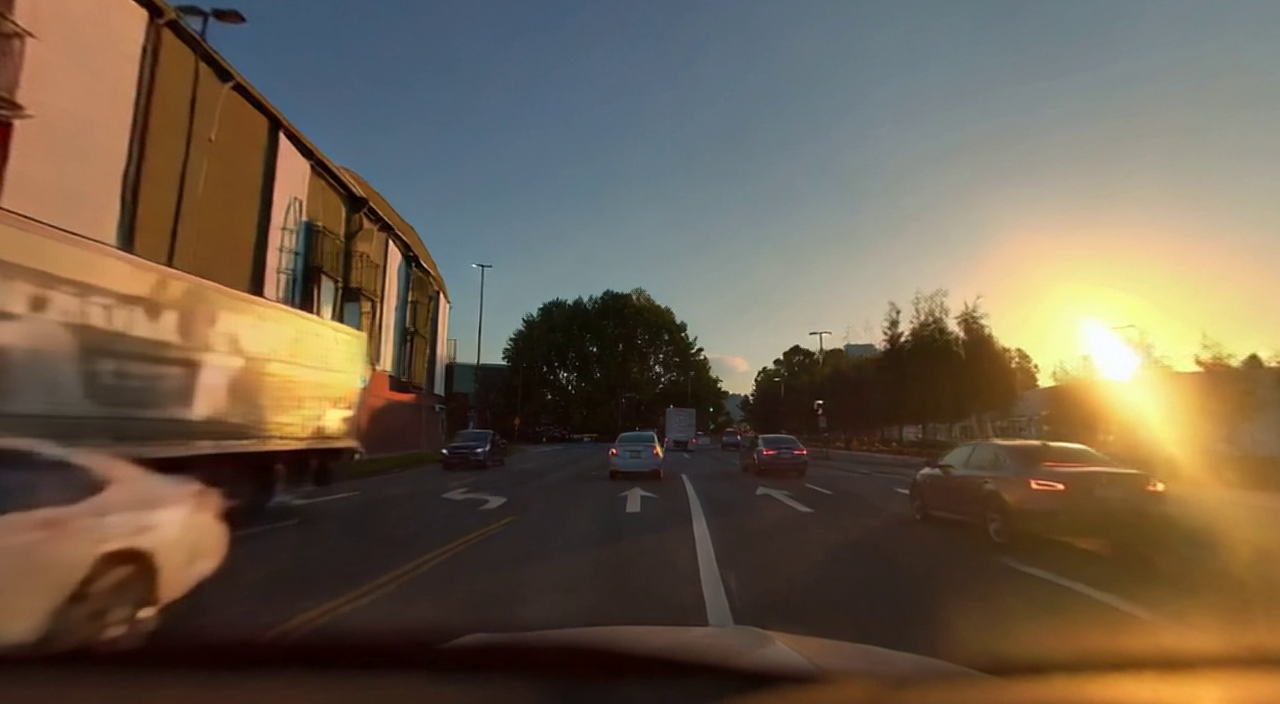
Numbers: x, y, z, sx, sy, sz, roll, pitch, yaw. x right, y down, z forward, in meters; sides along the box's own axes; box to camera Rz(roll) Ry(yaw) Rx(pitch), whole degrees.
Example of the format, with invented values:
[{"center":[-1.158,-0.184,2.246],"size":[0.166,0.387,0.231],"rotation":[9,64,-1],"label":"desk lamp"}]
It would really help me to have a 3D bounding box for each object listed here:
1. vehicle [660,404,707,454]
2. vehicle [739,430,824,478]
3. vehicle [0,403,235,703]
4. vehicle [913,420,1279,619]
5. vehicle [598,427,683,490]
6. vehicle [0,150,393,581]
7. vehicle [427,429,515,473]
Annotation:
[{"center":[3.144,5.857,47.507],"size":[2.917,3.482,6.946],"rotation":[0,-8,-1],"label":"vehicle"},{"center":[4.772,3.469,21.777],"size":[1.889,1.480,3.876],"rotation":[1,-8,-2],"label":"vehicle"},{"center":[-4.064,0.863,2.283],"size":[1.964,1.428,4.481],"rotation":[0,-8,5],"label":"vehicle"},{"center":[5.064,1.551,7.030],"size":[2.081,1.434,4.833],"rotation":[0,-8,3],"label":"vehicle"},{"center":[0.052,2.758,16.687],"size":[1.991,1.472,3.518],"rotation":[0,-8,1],"label":"vehicle"},{"center":[-7.034,0.438,8.002],"size":[2.986,3.821,10.059],"rotation":[0,-8,5],"label":"vehicle"},{"center":[-6.201,3.683,23.705],"size":[1.980,1.499,4.417],"rotation":[0,-8,2],"label":"vehicle"}]
